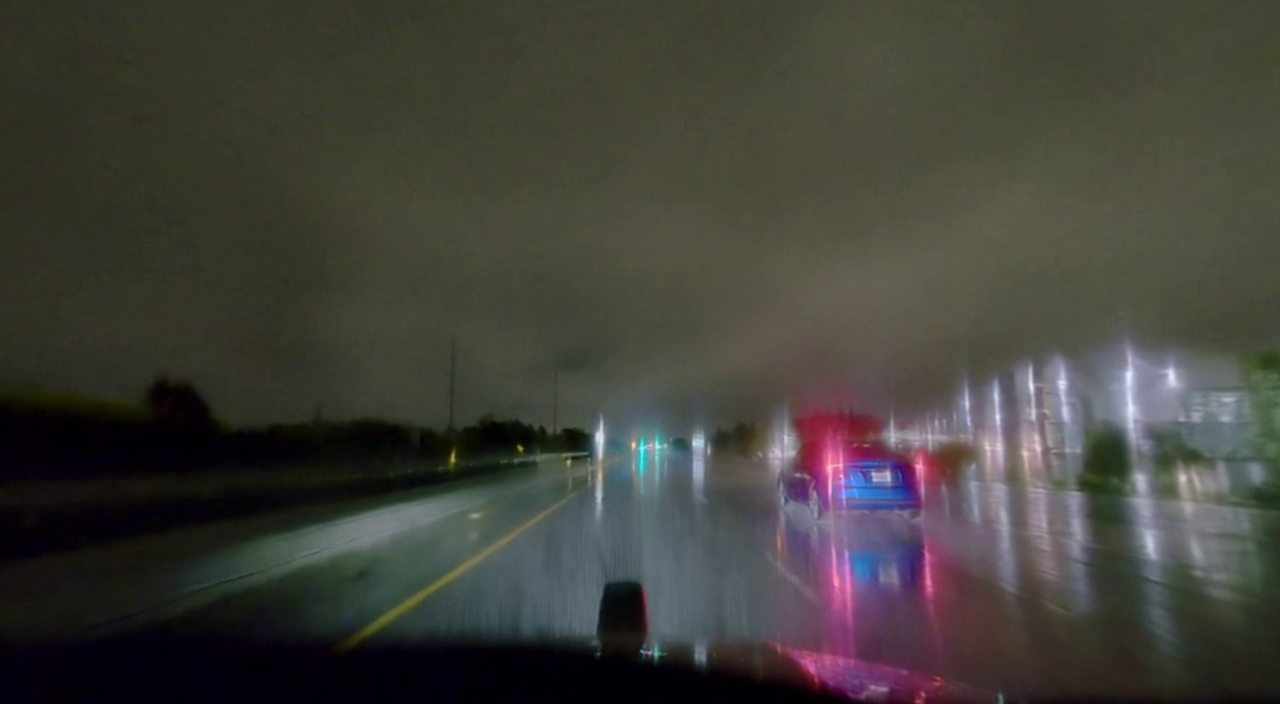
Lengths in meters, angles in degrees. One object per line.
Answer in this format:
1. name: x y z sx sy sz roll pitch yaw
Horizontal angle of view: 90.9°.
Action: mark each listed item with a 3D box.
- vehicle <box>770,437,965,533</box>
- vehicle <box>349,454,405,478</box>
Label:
1. vehicle: 4.153 2.495 12.557 2.053 1.490 4.799 0 -8 0
2. vehicle: -17.532 7.577 42.234 1.751 1.453 4.503 -1 -8 1
